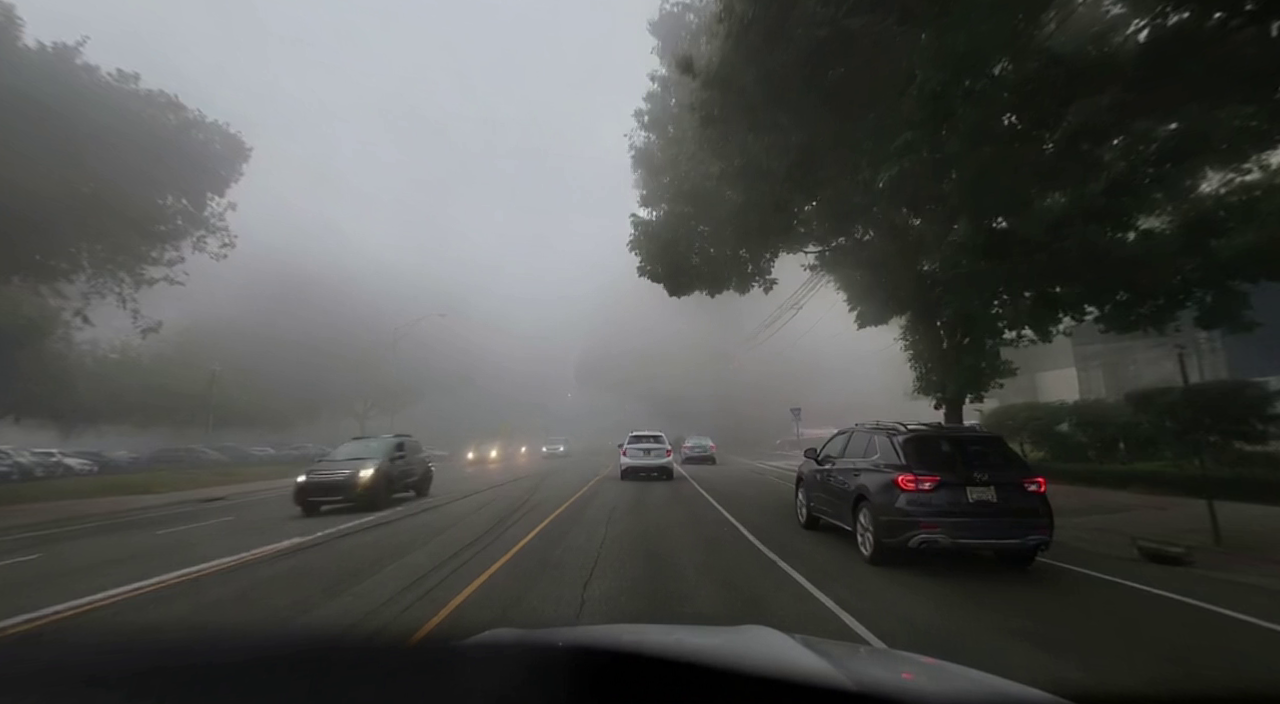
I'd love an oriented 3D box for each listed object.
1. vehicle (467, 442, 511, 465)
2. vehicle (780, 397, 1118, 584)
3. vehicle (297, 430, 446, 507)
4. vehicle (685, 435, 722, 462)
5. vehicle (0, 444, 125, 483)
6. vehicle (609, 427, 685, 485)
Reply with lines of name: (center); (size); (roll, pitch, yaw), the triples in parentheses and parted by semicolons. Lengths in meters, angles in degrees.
vehicle: (-10.376, 7.014, 43.578); (1.967, 1.494, 4.483); (0, -8, 0)
vehicle: (3.375, 1.608, 8.153); (2.024, 1.711, 4.512); (0, -8, 0)
vehicle: (-6.605, 2.901, 16.127); (1.936, 1.681, 4.274); (0, -8, 0)
vehicle: (3.781, 5.843, 38.193); (1.880, 1.503, 4.130); (0, -8, 1)
vehicle: (-22.556, 4.198, 23.923); (4.289, 1.387, 1.950); (0, -8, 0)
vehicle: (0.205, 3.307, 20.360); (2.200, 1.653, 4.127); (0, -8, 0)
